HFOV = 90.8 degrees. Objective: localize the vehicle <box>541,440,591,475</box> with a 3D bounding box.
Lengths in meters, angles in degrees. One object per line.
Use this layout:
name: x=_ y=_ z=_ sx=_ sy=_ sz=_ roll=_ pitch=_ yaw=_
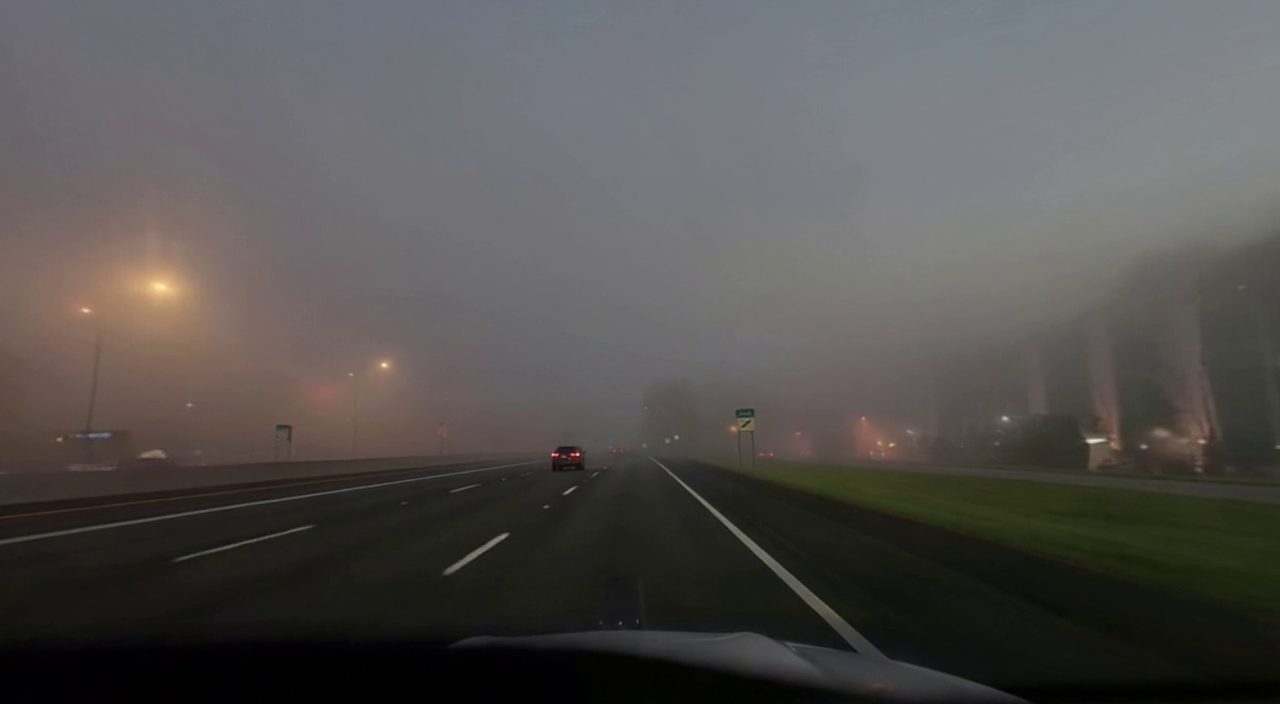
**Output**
vehicle: x=-3.982 y=5.740 z=34.712 sx=2.150 sy=1.761 sz=4.697 roll=-1 pitch=-8 yaw=0
